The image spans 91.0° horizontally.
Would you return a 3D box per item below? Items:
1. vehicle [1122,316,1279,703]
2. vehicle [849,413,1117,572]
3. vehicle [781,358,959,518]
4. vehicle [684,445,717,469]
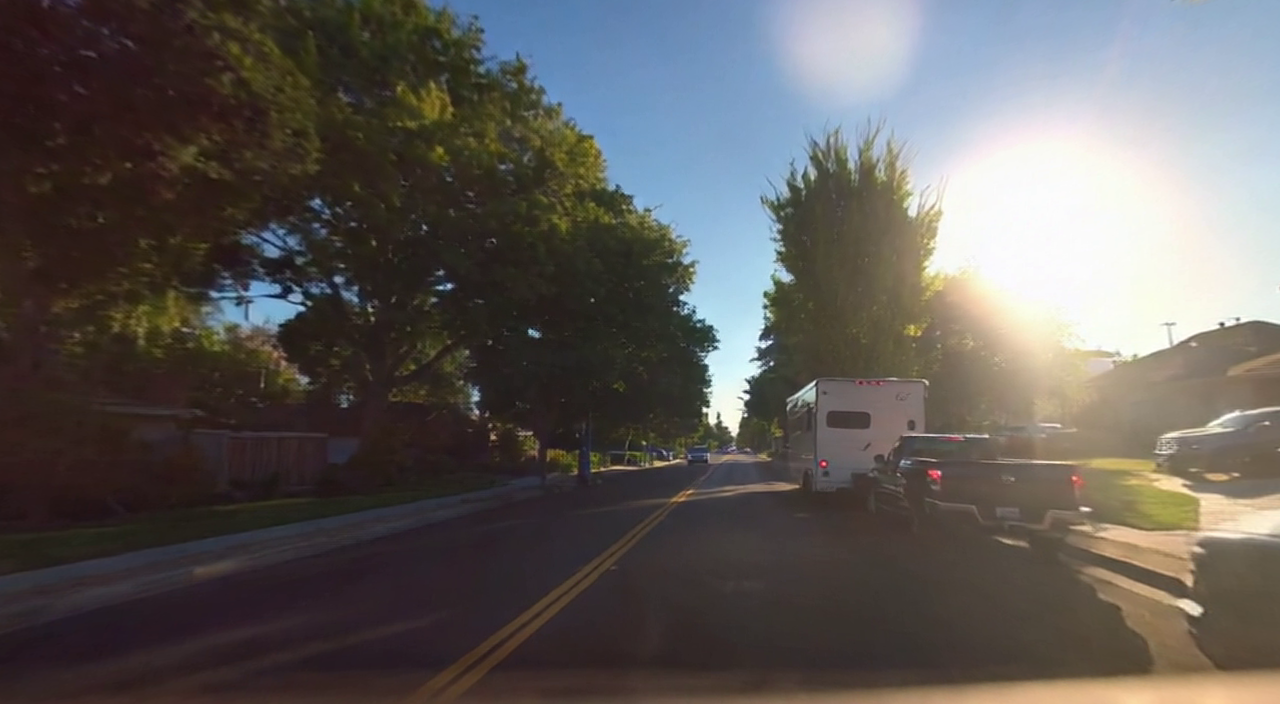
[{"bbox_3d":[3.323,0.500,0.450,2.182,1.785,5.726,0,-8,9],"label":"vehicle"},{"bbox_3d":[4.703,1.963,9.605,1.980,1.782,4.627,-2,-9,8],"label":"vehicle"},{"bbox_3d":[6.235,2.695,19.368,3.052,3.440,11.052,-2,-9,10],"label":"vehicle"},{"bbox_3d":[4.730,8.133,48.789,2.194,1.763,4.288,-2,-9,10],"label":"vehicle"}]
